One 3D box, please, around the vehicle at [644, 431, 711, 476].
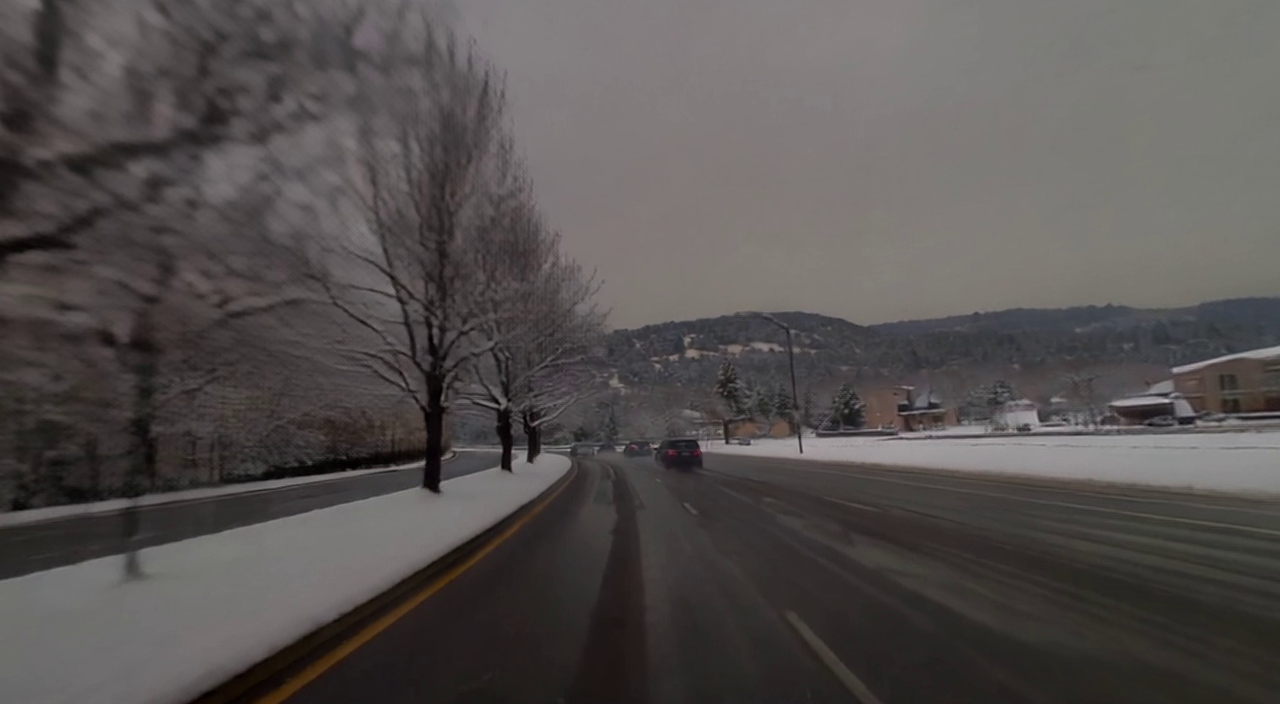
[{"bbox_3d":[1.516,4.400,27.483,2.253,1.756,4.313,1,-8,-5],"label":"vehicle"}]
